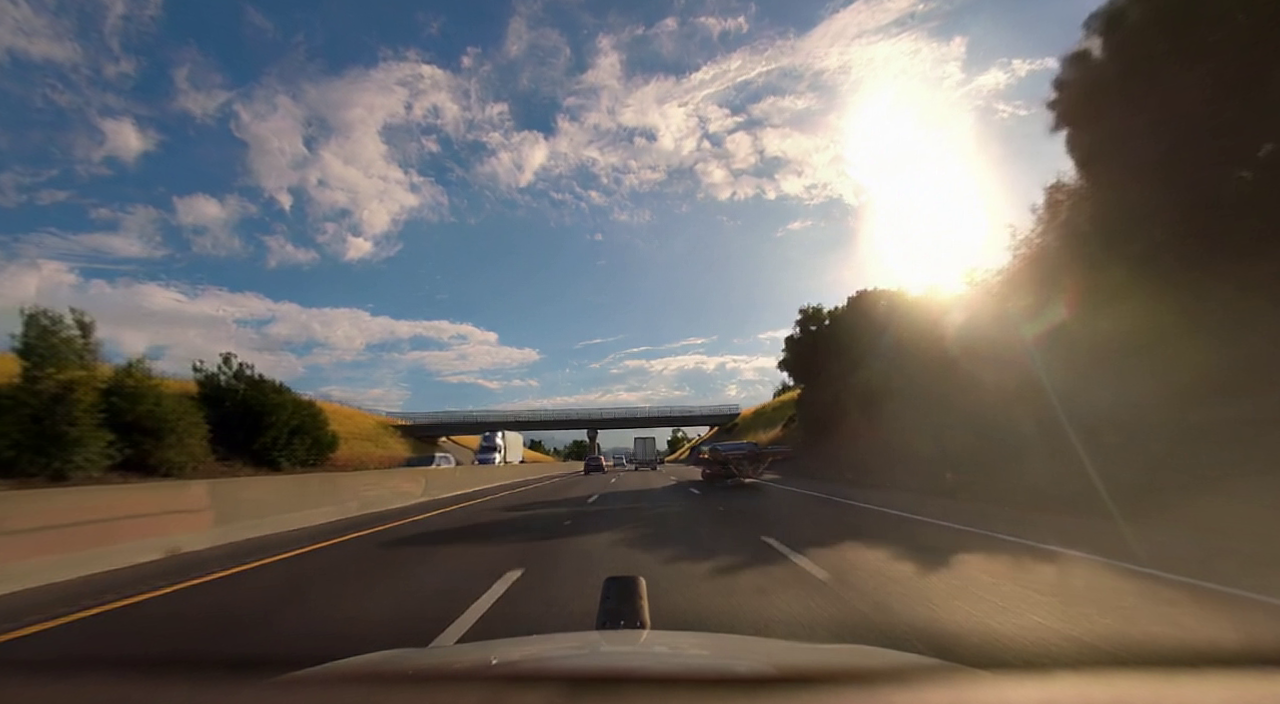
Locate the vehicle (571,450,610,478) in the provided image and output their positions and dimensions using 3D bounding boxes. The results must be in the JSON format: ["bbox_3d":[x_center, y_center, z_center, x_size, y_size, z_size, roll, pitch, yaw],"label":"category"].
[{"bbox_3d":[-2.972,6.807,38.595,2.007,1.647,3.854,0,-9,1],"label":"vehicle"}]

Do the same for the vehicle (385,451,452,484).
[{"bbox_3d":[-11.860,6.183,34.142,1.921,1.647,4.470,0,-9,1],"label":"vehicle"}]

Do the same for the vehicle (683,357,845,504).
[{"bbox_3d":[3.955,3.423,25.716,3.131,4.037,16.729,0,-9,0],"label":"vehicle"}]
